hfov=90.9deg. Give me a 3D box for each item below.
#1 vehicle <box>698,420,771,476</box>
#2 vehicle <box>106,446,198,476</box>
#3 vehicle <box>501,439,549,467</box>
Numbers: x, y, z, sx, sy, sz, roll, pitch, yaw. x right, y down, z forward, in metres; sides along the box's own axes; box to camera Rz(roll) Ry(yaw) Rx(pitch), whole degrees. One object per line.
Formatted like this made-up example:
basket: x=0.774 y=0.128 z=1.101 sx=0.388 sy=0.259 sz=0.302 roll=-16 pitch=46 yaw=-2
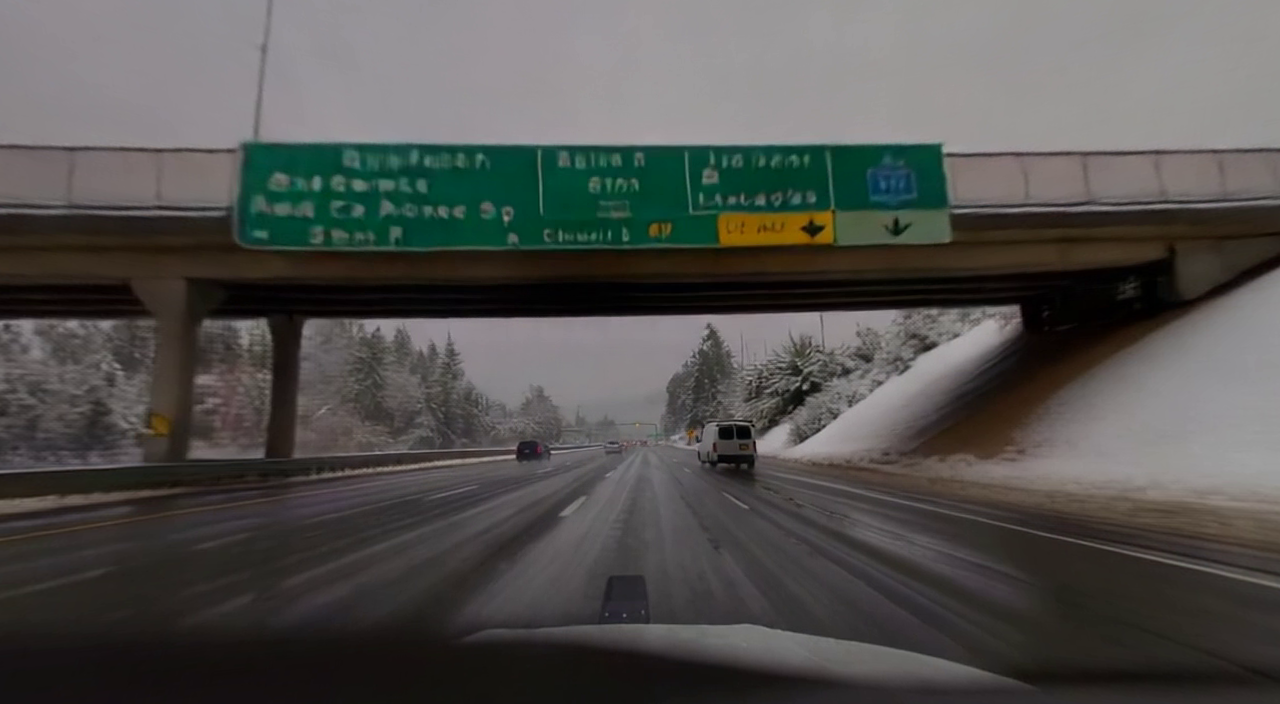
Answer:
vehicle: x=4.092 y=4.313 z=28.392 sx=2.347 sy=2.234 sz=5.352 roll=0 pitch=-8 yaw=-1
vehicle: x=-29.970 y=6.683 z=38.975 sx=1.940 sy=1.692 sz=4.682 roll=0 pitch=-8 yaw=0
vehicle: x=-7.161 y=6.343 z=39.693 sx=2.068 sy=1.632 sz=4.623 roll=-1 pitch=-8 yaw=1
